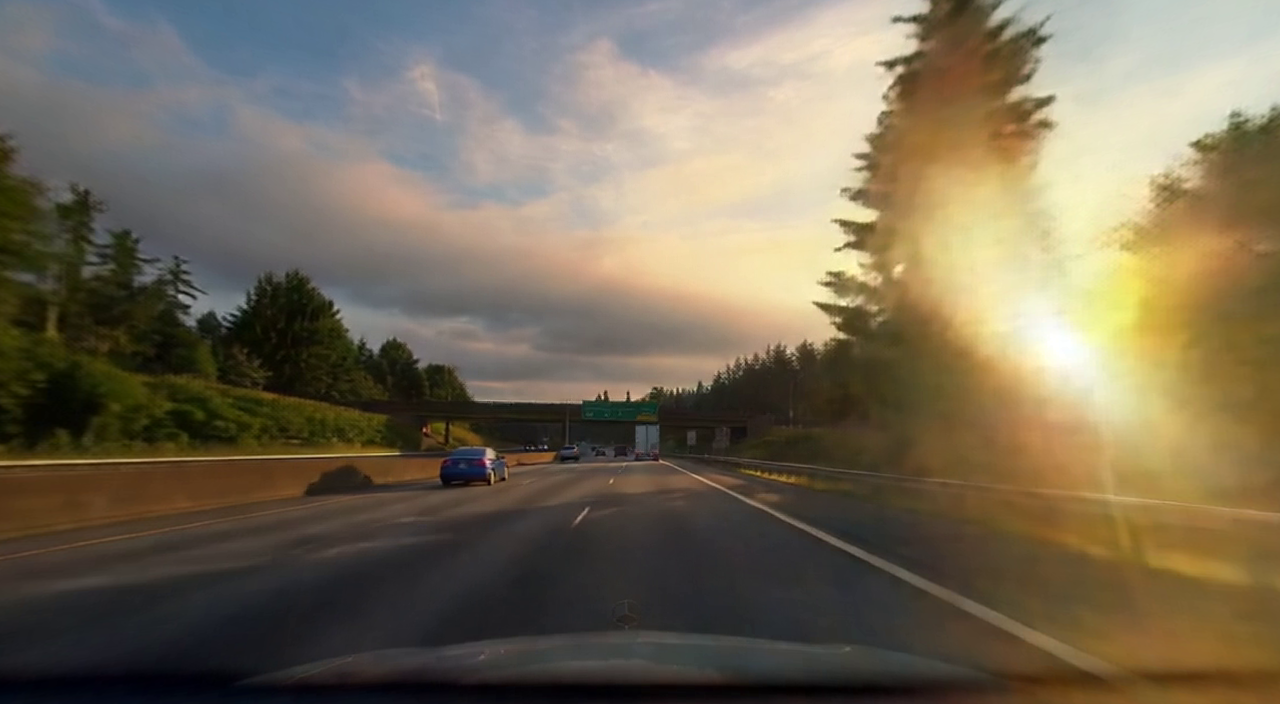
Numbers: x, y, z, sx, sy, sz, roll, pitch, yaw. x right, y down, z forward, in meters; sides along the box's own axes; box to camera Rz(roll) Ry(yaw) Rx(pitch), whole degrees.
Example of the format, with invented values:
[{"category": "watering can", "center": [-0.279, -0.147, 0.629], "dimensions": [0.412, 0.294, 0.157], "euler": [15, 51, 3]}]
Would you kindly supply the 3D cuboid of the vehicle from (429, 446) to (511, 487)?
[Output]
[{"category": "vehicle", "center": [-6.710, 4.559, 25.475], "dimensions": [2.038, 1.489, 4.603], "euler": [0, -9, 0]}]
